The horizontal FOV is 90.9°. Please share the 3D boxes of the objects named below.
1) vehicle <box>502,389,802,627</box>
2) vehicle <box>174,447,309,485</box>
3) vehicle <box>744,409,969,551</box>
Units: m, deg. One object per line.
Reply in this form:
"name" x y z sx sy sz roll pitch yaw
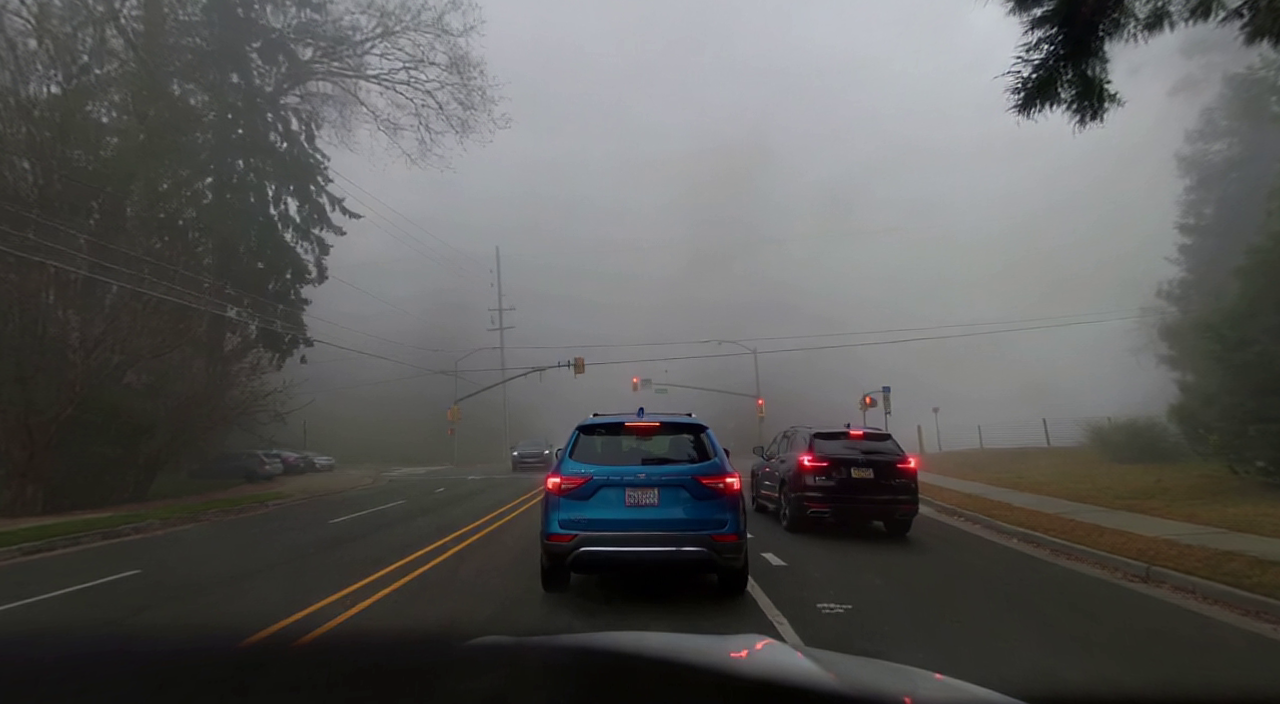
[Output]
"vehicle" 0.058 1.420 6.658 2.151 1.695 4.100 0 -8 -1
"vehicle" -16.168 4.633 25.717 4.245 1.446 1.827 0 -8 1
"vehicle" 3.068 1.918 10.089 1.967 1.756 4.281 0 -8 -1
